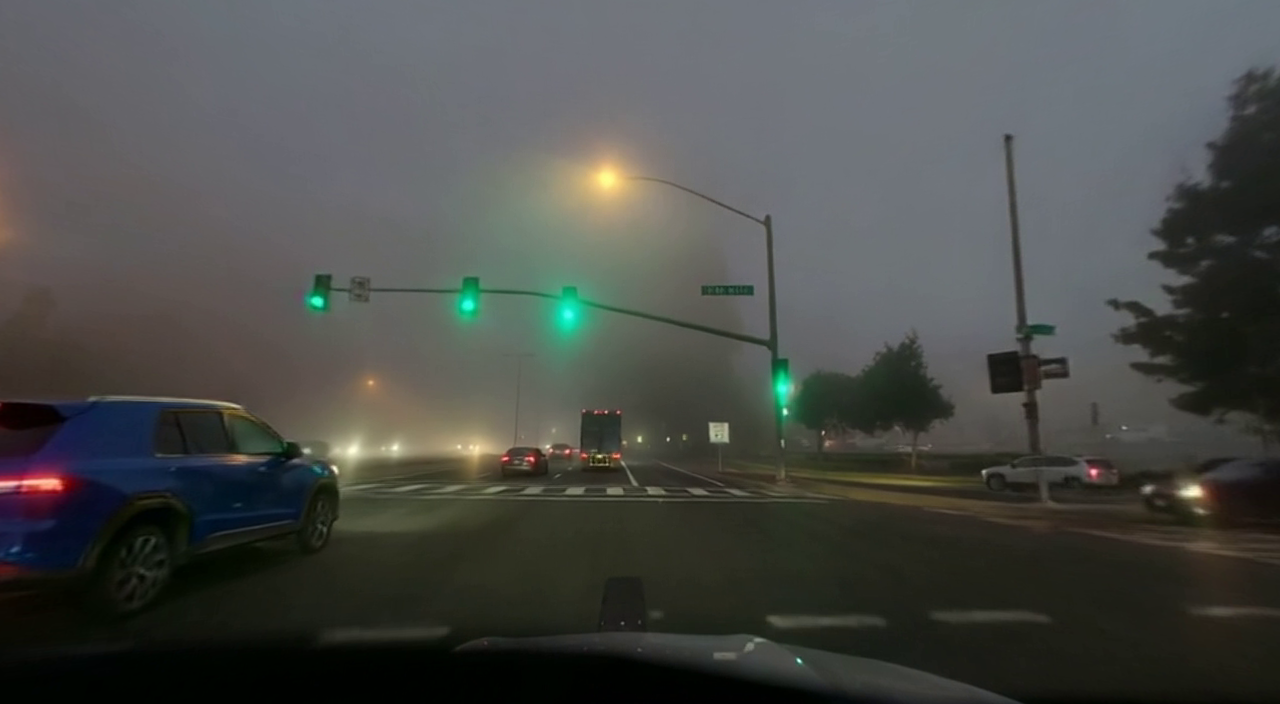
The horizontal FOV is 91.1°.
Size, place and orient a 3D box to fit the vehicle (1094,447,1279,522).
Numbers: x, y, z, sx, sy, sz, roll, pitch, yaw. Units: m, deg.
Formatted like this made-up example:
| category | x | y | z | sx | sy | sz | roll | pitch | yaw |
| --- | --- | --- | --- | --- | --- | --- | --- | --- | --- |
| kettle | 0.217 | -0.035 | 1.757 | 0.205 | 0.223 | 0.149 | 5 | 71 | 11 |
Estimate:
| category | x | y | z | sx | sy | sz | roll | pitch | yaw |
| --- | --- | --- | --- | --- | --- | --- | --- | --- | --- |
| vehicle | 13.525 | 2.936 | 14.254 | 4.807 | 1.530 | 2.066 | 0 | -8 | -2 |

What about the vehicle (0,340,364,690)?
| category | x | y | z | sx | sy | sz | roll | pitch | yaw |
| --- | --- | --- | --- | --- | --- | --- | --- | --- | --- |
| vehicle | -4.530 | 1.168 | 5.382 | 2.178 | 1.826 | 4.933 | 0 | -8 | -2 |

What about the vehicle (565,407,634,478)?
| category | x | y | z | sx | sy | sz | roll | pitch | yaw |
| --- | --- | --- | --- | --- | --- | --- | --- | --- | --- |
| vehicle | -1.816 | 4.438 | 30.619 | 2.993 | 3.051 | 6.692 | 0 | -8 | -1 |

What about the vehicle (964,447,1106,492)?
| category | x | y | z | sx | sy | sz | roll | pitch | yaw |
| --- | --- | --- | --- | --- | --- | --- | --- | --- | --- |
| vehicle | 16.576 | 4.875 | 26.457 | 4.720 | 1.685 | 2.140 | -7 | -11 | 38 |

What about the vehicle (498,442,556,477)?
| category | x | y | z | sx | sy | sz | roll | pitch | yaw |
| --- | --- | --- | --- | --- | --- | --- | --- | --- | --- |
| vehicle | -5.130 | 4.945 | 29.070 | 2.023 | 1.483 | 4.143 | 0 | -8 | -2 |
